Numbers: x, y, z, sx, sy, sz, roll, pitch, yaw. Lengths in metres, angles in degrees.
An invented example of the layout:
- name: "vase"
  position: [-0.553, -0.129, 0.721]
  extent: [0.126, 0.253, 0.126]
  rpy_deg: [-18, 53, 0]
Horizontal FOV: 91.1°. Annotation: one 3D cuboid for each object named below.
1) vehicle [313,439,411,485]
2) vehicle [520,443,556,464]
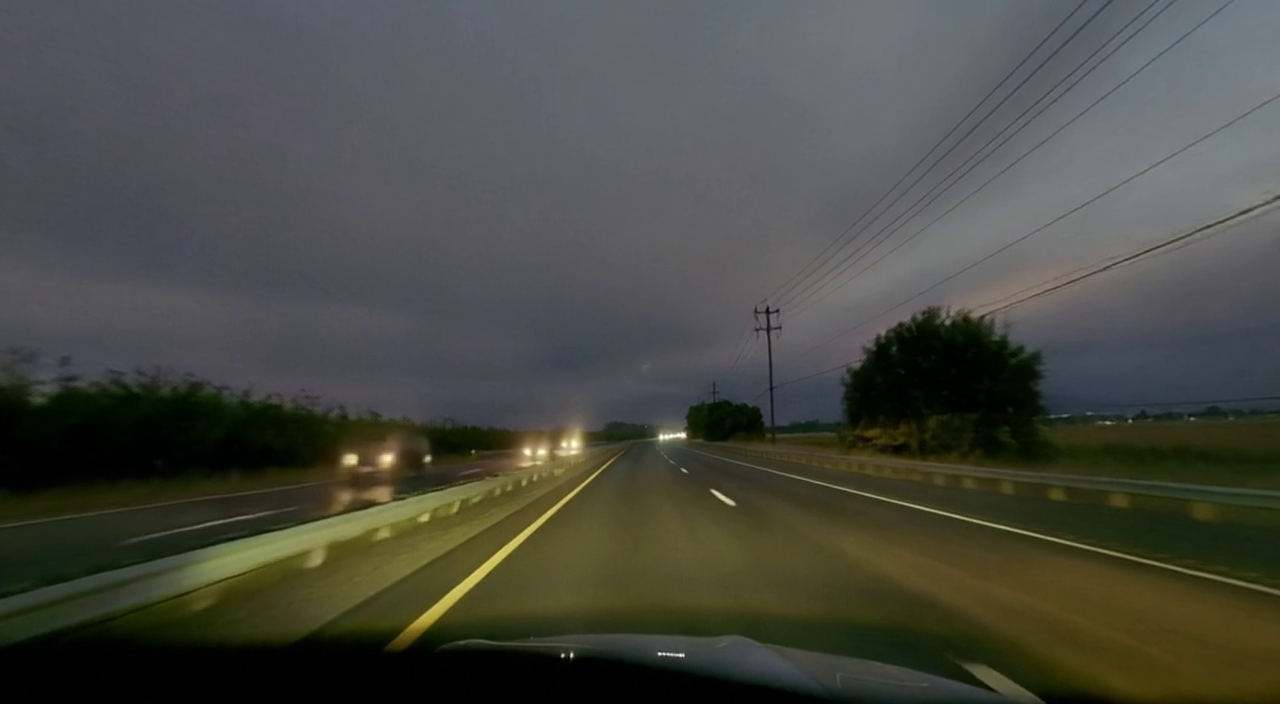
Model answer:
- name: "vehicle"
  position: [-11.059, 4.381, 25.316]
  extent: [1.980, 1.672, 4.199]
  rpy_deg: [0, -8, 0]
- name: "vehicle"
  position: [-7.289, 7.285, 45.338]
  extent: [1.936, 1.430, 3.777]
  rpy_deg: [0, -8, 1]
